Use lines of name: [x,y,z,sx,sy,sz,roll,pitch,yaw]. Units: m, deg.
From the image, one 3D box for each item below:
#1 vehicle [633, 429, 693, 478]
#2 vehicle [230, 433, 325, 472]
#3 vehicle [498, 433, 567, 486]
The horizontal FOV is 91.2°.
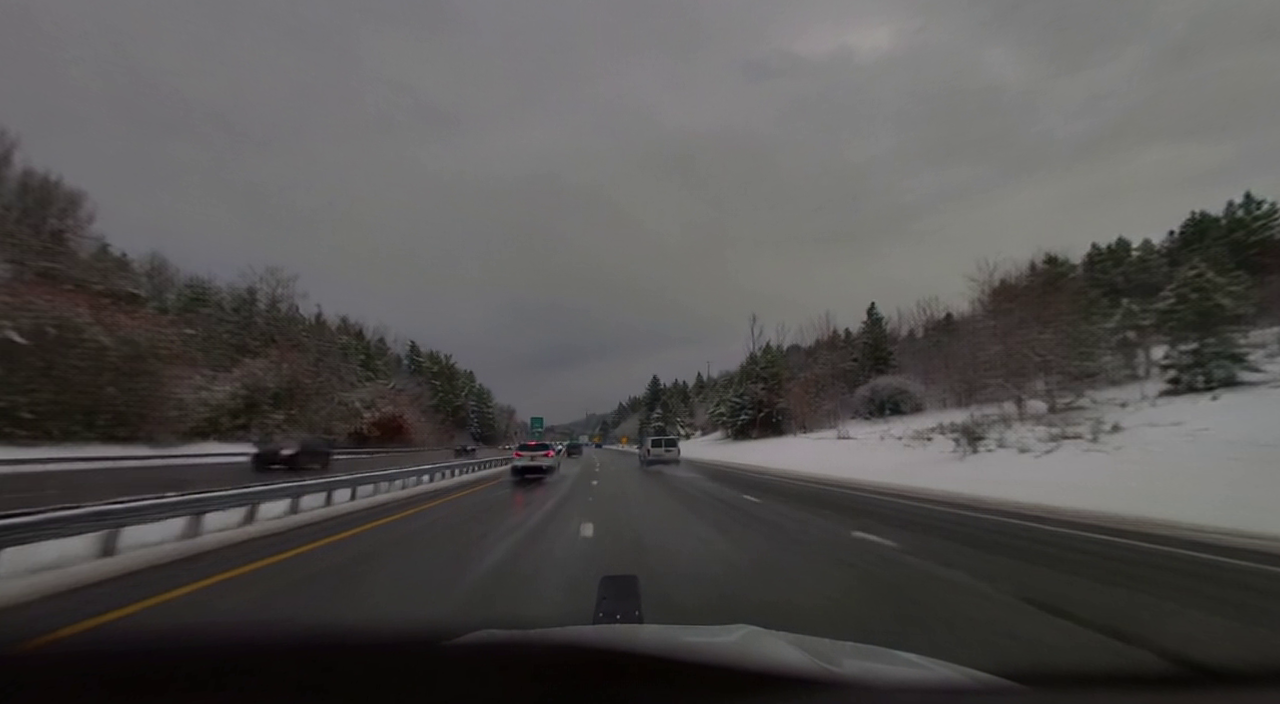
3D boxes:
vehicle: [0.903,4.491,27.822,2.179,1.930,4.538,0,-9,-4]
vehicle: [-17.102,4.769,29.841,2.031,1.718,4.506,0,-9,-4]
vehicle: [-3.769,3.865,22.689,1.963,1.711,4.284,0,-9,-3]
